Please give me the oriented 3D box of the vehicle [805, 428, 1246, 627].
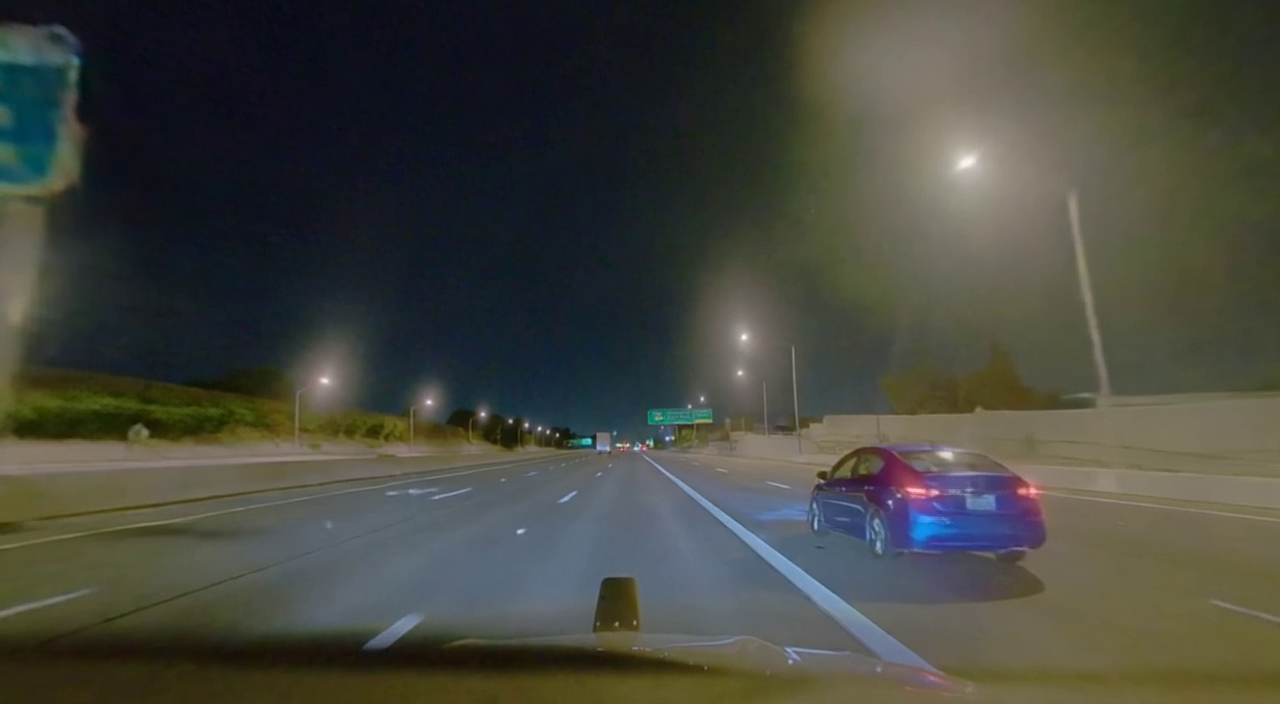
[{"bbox_3d":[3.545,1.680,7.186,1.989,1.479,4.670,0,-9,-1],"label":"vehicle"}]
